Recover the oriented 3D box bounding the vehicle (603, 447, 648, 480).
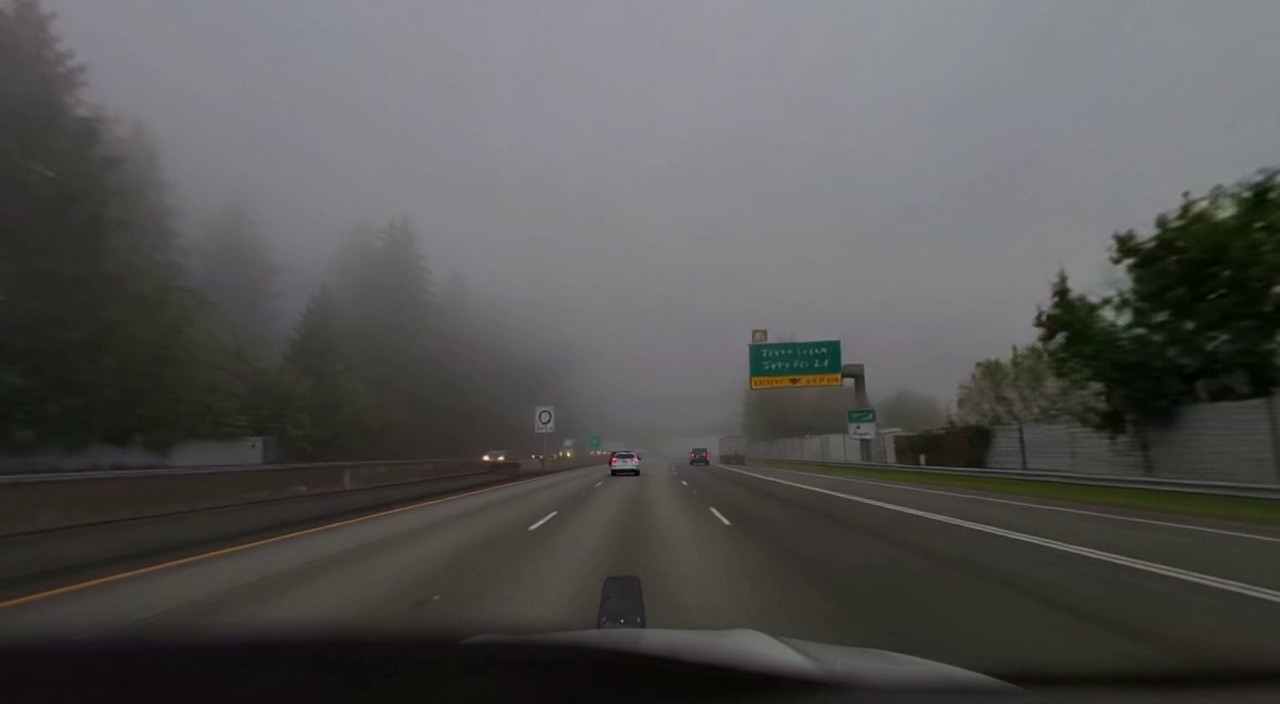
[{"bbox_3d":[-0.675,5.639,32.109,2.035,1.513,4.272,-1,-9,2],"label":"vehicle"}]
